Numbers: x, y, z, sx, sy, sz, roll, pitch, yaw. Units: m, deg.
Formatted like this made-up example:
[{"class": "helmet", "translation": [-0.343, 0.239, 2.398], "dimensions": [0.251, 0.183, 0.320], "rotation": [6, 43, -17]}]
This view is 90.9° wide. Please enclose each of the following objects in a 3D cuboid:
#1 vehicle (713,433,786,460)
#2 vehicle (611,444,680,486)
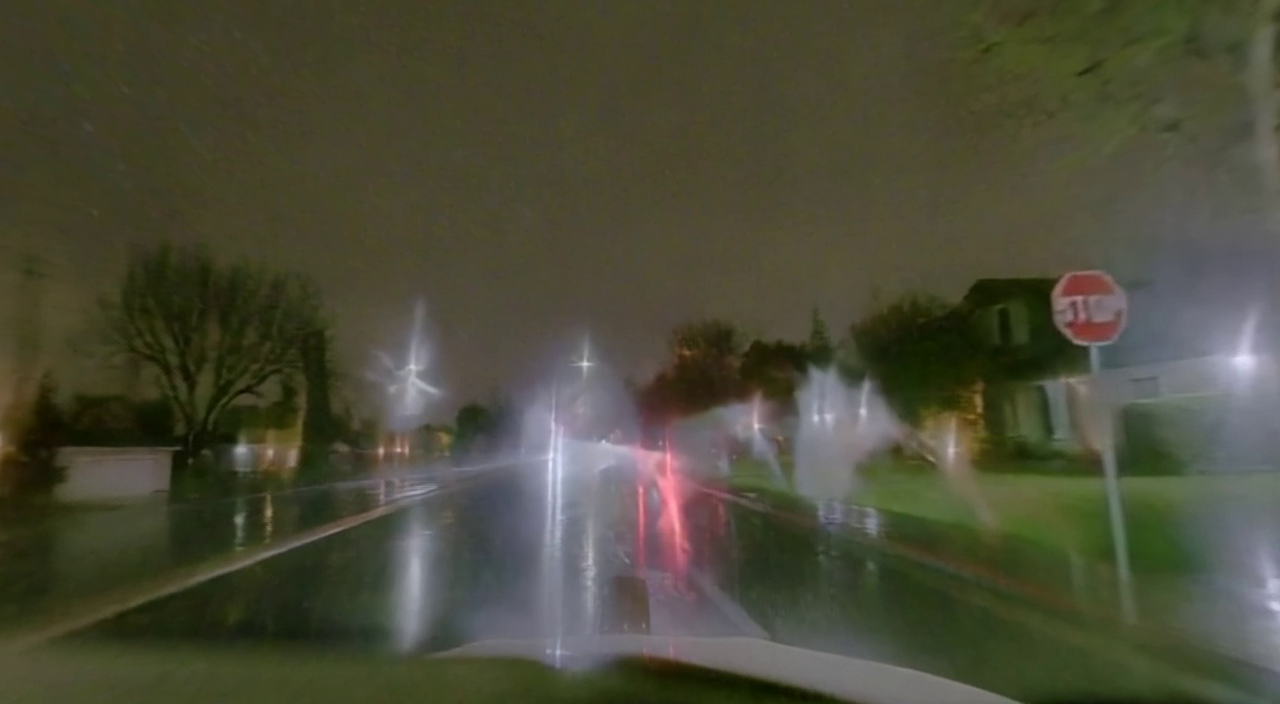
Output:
[{"class": "vehicle", "translation": [6.396, 5.532, 37.025], "dimensions": [3.827, 1.512, 1.855], "rotation": [1, -8, -8]}, {"class": "vehicle", "translation": [0.125, 4.492, 25.528], "dimensions": [1.979, 1.524, 4.578], "rotation": [1, -8, -10]}]
